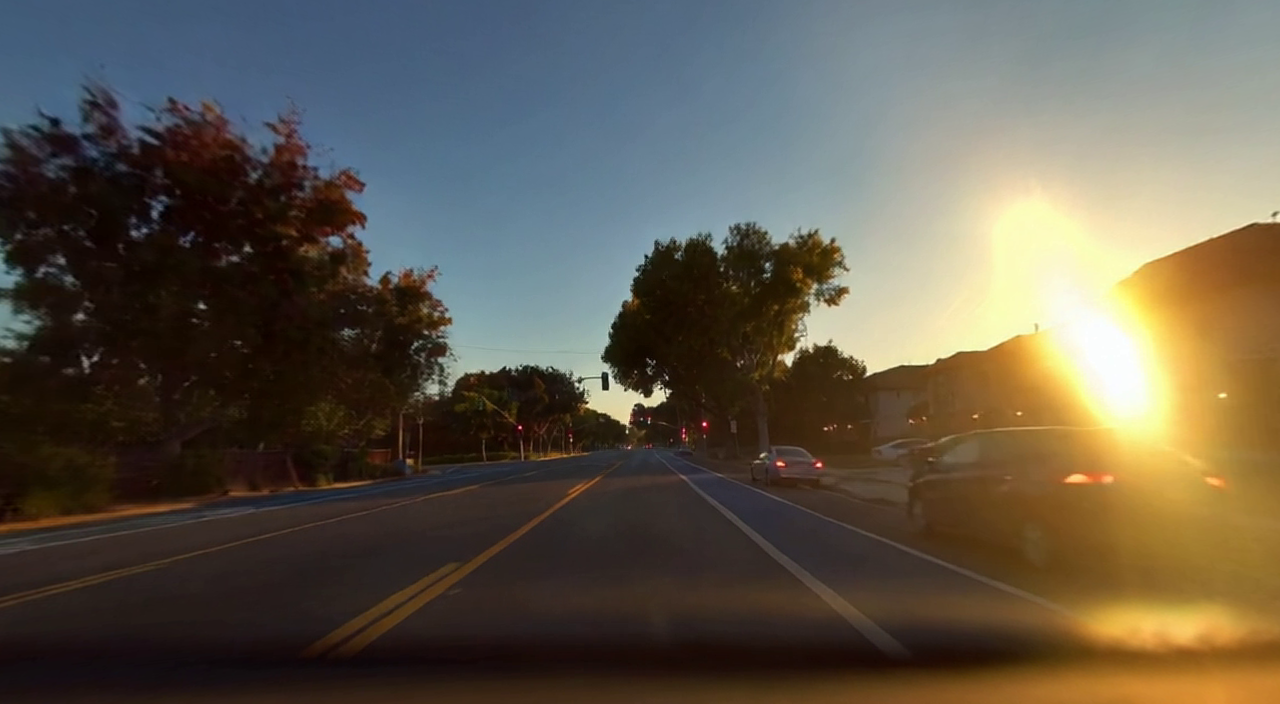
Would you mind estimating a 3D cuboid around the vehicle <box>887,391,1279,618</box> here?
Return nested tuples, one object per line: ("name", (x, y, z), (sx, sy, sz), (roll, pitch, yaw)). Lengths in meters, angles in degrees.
("vehicle", (4.814, 1.525, 7.240), (2.069, 1.743, 4.595), (0, -9, 0))

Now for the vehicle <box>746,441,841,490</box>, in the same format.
("vehicle", (5.010, 3.766, 21.312), (1.995, 1.472, 4.884), (0, -9, 0))
